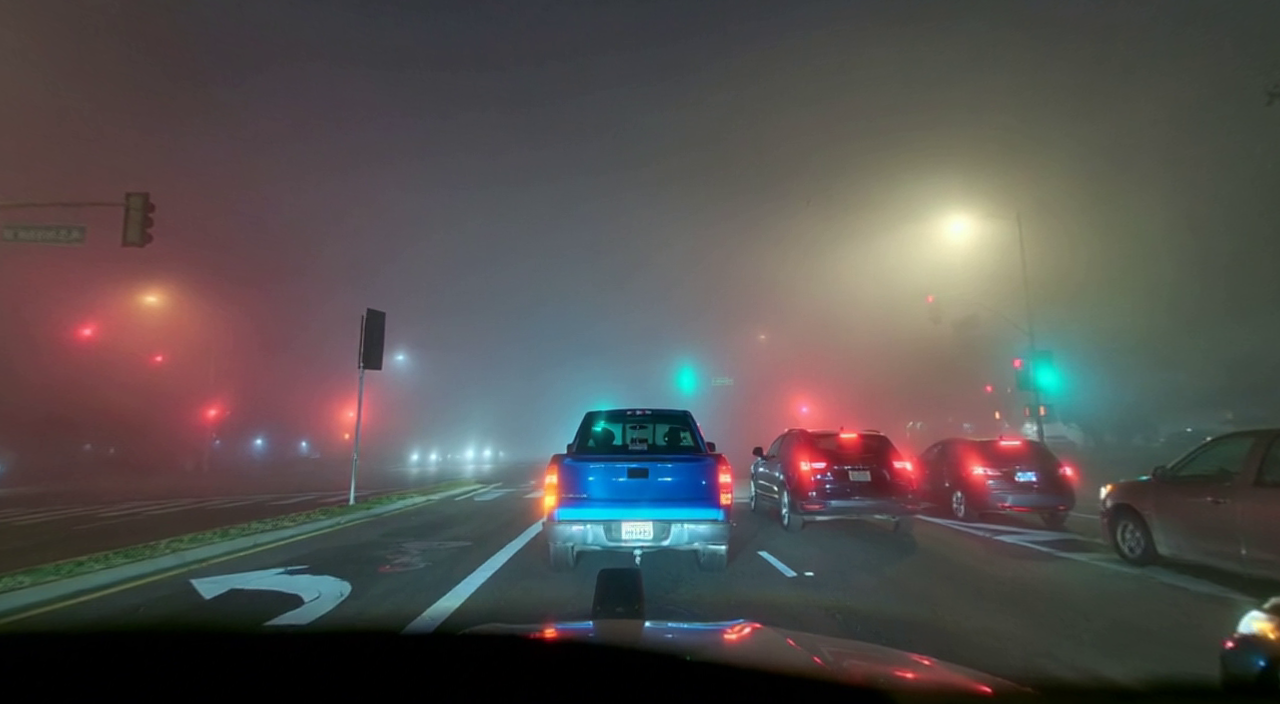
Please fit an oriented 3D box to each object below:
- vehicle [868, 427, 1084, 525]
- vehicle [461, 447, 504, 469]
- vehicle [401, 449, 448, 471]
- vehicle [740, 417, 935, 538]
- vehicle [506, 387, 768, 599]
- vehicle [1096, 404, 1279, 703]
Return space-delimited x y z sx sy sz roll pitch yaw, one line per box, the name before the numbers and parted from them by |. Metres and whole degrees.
vehicle | 6.535 2.434 12.993 2.002 1.651 4.305 0 -8 -1
vehicle | -11.747 7.912 47.399 1.989 1.459 4.667 0 -8 0
vehicle | -15.818 7.893 46.549 1.915 1.491 4.347 0 -8 1
vehicle | 3.233 2.155 11.478 2.013 1.742 4.424 0 -8 -1
vehicle | -0.127 1.592 8.037 2.344 1.883 4.572 0 -8 -3
vehicle | 3.248 0.712 0.794 2.057 1.463 4.365 0 -8 0
